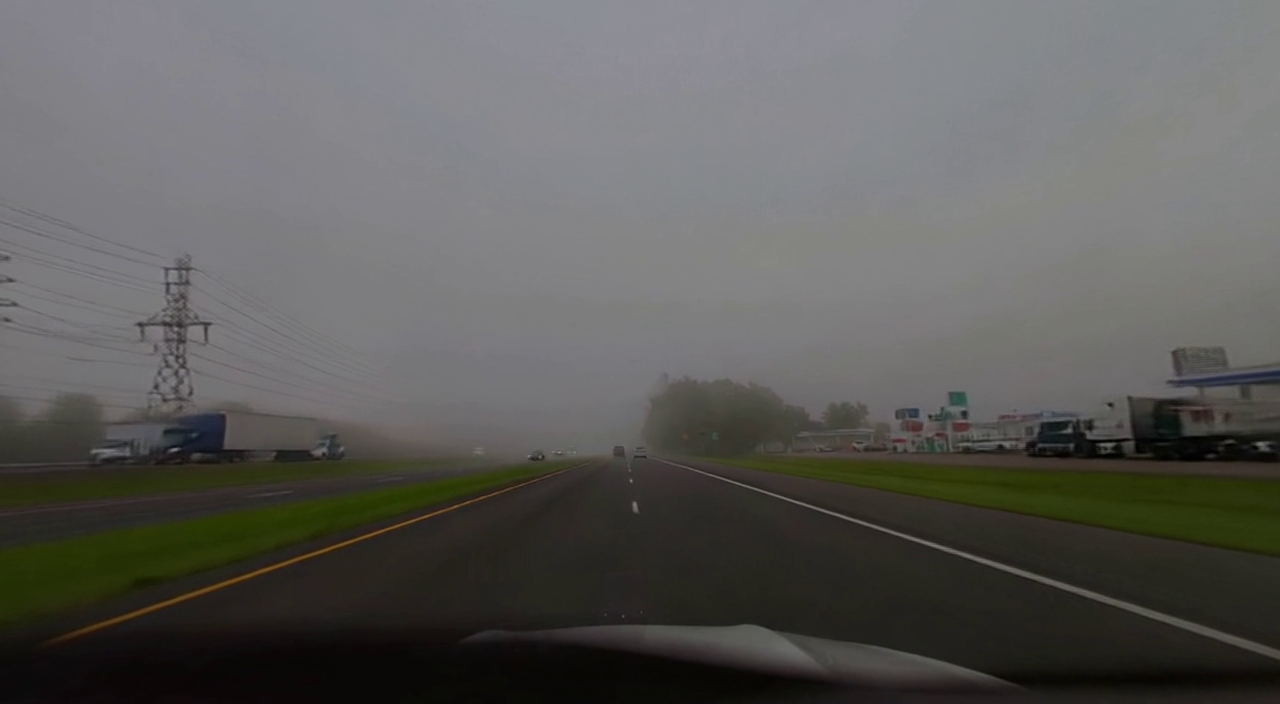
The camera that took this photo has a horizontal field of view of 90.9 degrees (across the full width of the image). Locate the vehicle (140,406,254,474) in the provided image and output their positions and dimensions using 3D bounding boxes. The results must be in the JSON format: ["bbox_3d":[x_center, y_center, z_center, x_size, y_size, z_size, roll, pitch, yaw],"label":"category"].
[{"bbox_3d":[-29.004,5.802,41.696,2.866,3.966,6.447,-2,-8,-1],"label":"vehicle"}]

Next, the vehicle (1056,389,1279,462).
[{"bbox_3d":[32.555,4.684,39.005,10.652,3.951,2.980,-8,-12,43],"label":"vehicle"}]
